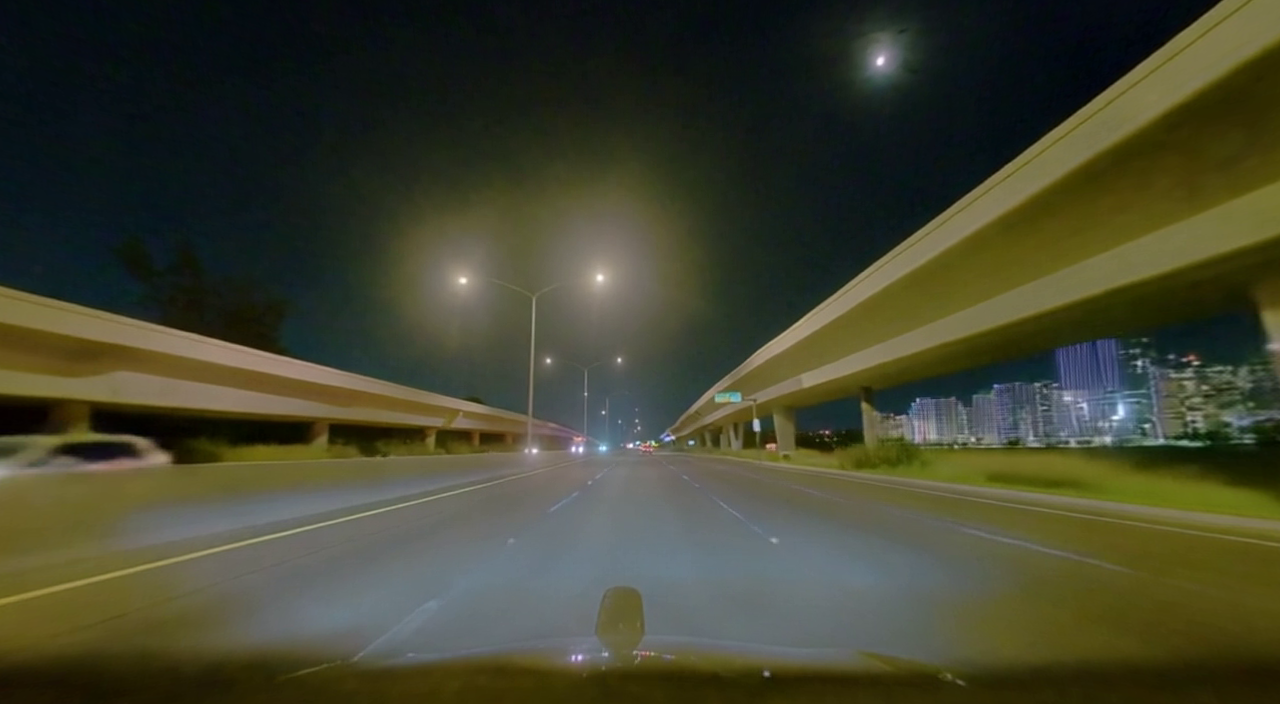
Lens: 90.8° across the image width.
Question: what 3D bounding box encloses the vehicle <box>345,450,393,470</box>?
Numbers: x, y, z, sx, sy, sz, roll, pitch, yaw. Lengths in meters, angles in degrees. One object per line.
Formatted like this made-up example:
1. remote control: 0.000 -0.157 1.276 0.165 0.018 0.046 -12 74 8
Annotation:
1. vehicle: -21.311 8.505 49.843 1.986 1.520 4.053 0 -9 0
